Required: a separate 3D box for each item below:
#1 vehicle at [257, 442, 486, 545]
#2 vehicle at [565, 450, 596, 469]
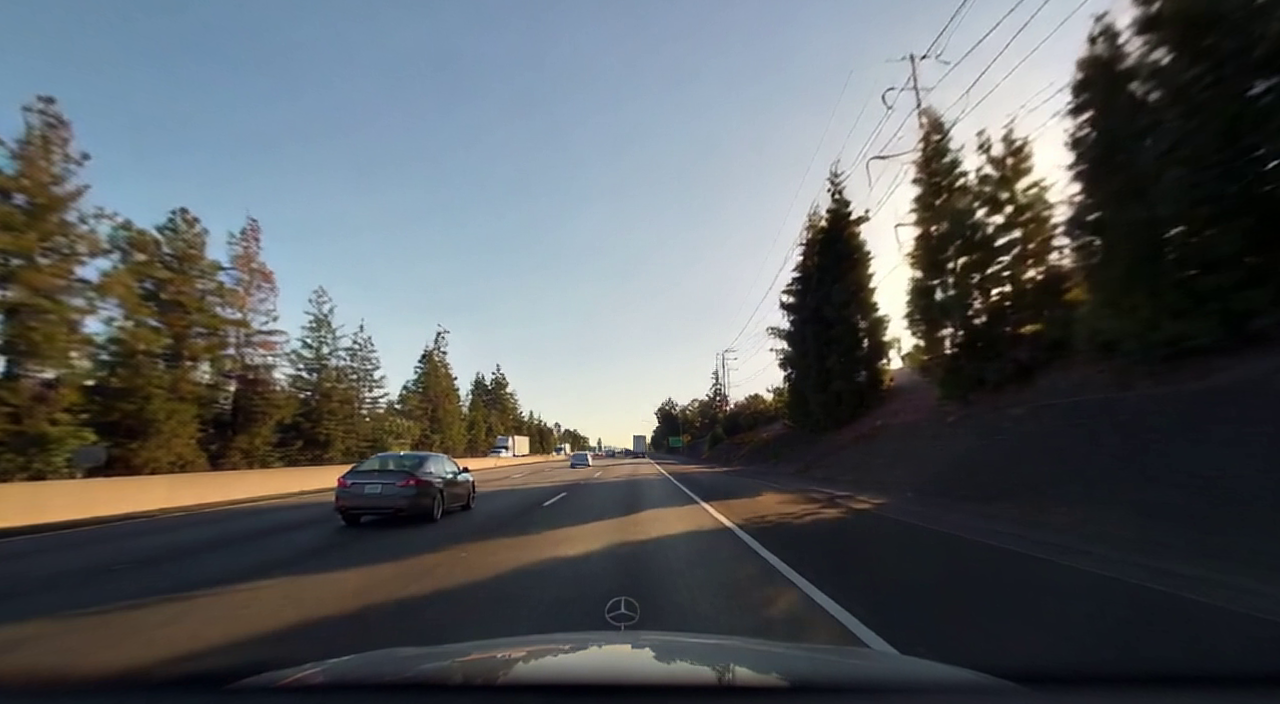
[{"bbox_3d":[-4.387,2.371,11.258,2.106,1.445,4.404,0,-9,1],"label":"vehicle"},{"bbox_3d":[-4.572,8.382,49.256,2.032,1.381,3.909,0,-9,0],"label":"vehicle"}]
